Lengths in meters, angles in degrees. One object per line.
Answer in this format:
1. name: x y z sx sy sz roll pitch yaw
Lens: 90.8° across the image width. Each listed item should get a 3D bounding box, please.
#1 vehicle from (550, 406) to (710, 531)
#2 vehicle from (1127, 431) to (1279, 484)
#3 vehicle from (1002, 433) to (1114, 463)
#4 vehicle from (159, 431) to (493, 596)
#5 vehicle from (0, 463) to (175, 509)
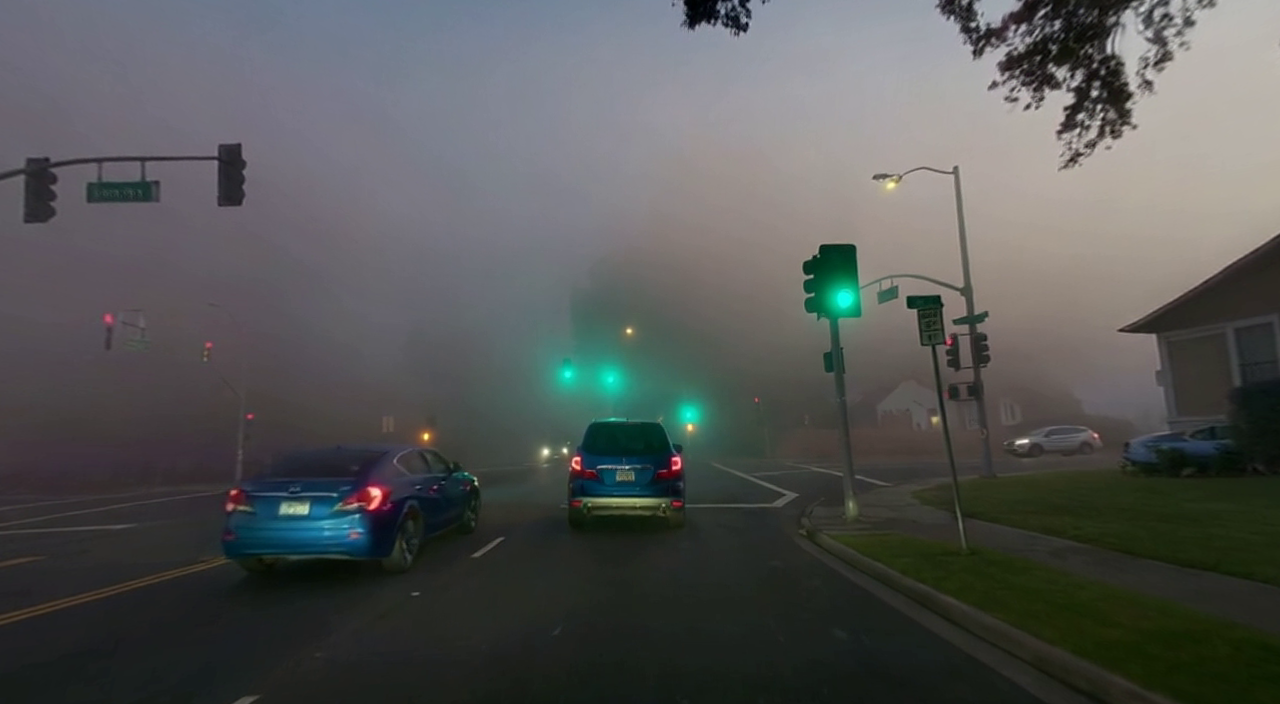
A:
1. vehicle: -0.188 2.100 11.921 2.396 1.881 4.606 0 -8 -1
2. vehicle: 17.234 3.006 18.117 4.715 1.439 1.874 -2 -9 14
3. vehicle: 21.351 4.930 32.471 4.353 1.431 1.876 -2 -9 14
4. vehicle: -3.334 1.777 7.910 1.934 1.459 4.368 0 -8 0
5. vehicle: -19.365 4.660 22.233 4.678 1.417 2.065 -2 -9 10
